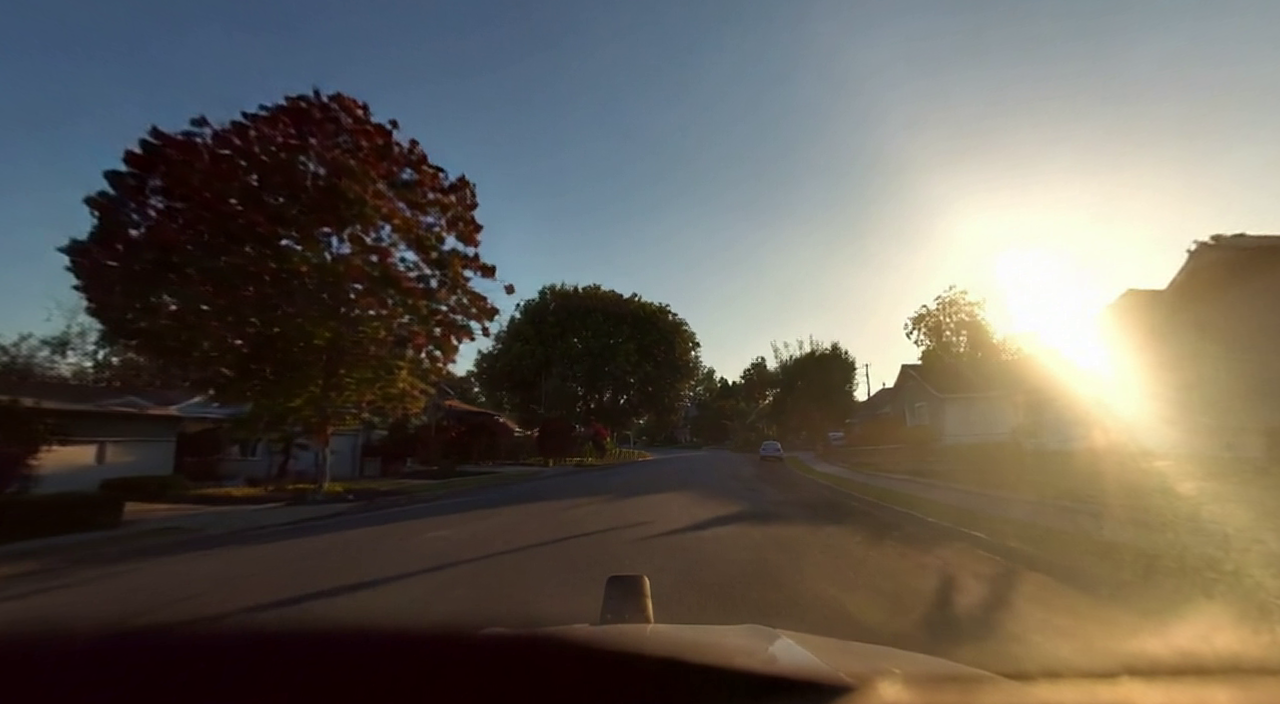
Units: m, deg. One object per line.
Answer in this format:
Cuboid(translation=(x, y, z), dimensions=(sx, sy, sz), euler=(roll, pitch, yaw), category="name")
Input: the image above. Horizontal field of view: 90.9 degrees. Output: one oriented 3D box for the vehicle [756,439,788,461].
Cuboid(translation=(9.621, 7.095, 45.683), dimensions=(2.129, 1.490, 4.369), euler=(-2, -9, 12), category="vehicle")
